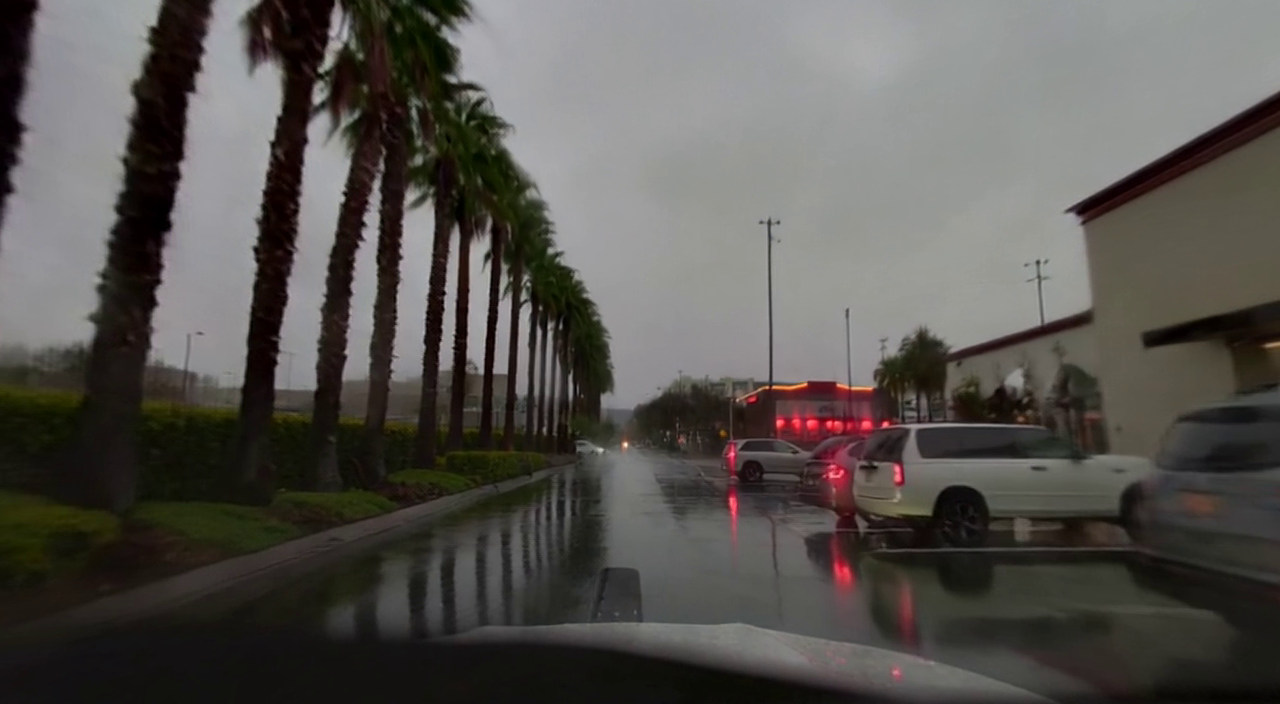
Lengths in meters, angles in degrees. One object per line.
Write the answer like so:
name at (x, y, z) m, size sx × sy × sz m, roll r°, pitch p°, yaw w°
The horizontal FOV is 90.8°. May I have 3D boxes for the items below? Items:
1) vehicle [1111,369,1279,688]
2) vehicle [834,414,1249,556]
vehicle at (5.735, 1.089, 3.776) m, size 4.237 × 1.771 × 1.995 m, roll 2°, pitch -10°, yaw -2°
vehicle at (5.559, 1.872, 9.250) m, size 4.743 × 1.800 × 1.952 m, roll 1°, pitch -9°, yaw -3°
